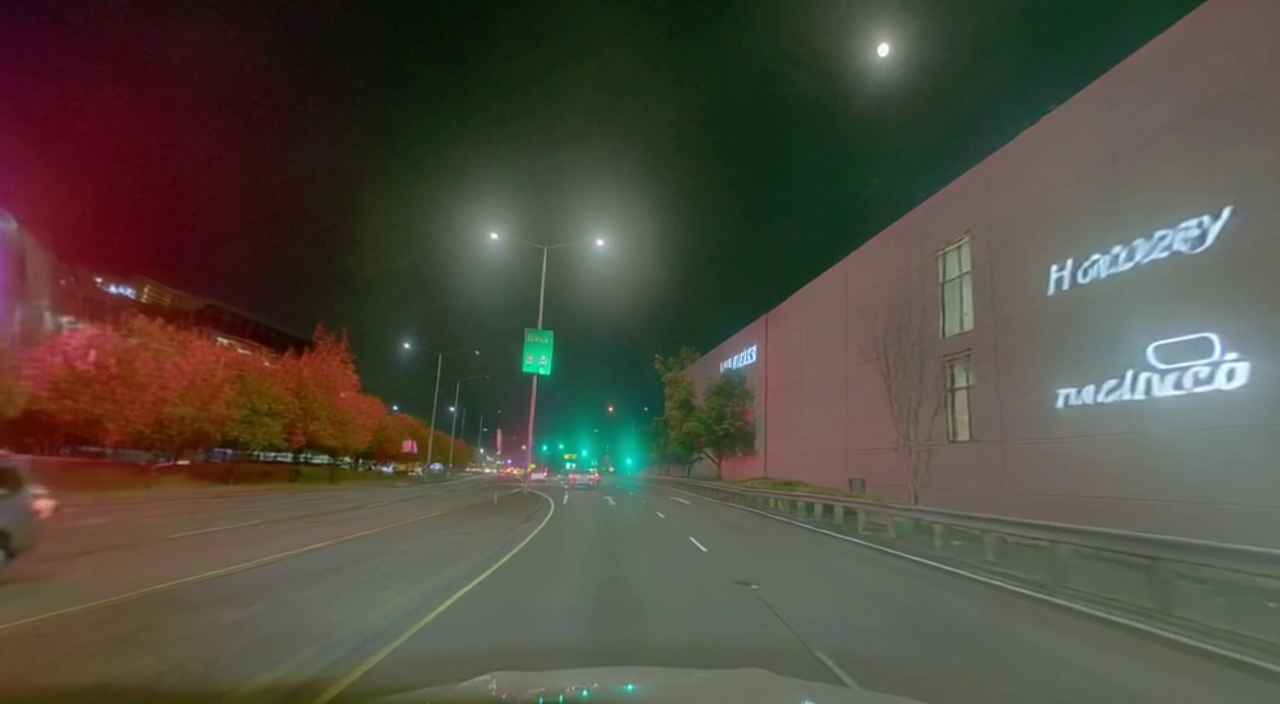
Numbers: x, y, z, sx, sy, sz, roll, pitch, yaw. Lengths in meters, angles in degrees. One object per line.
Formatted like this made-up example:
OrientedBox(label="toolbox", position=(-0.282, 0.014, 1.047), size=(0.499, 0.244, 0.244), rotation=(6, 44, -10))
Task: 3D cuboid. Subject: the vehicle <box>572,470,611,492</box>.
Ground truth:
OrientedBox(label="vehicle", position=(-2.913, 7.599, 37.034), size=(1.775, 1.186, 2.933), rotation=(3, -11, -14))
